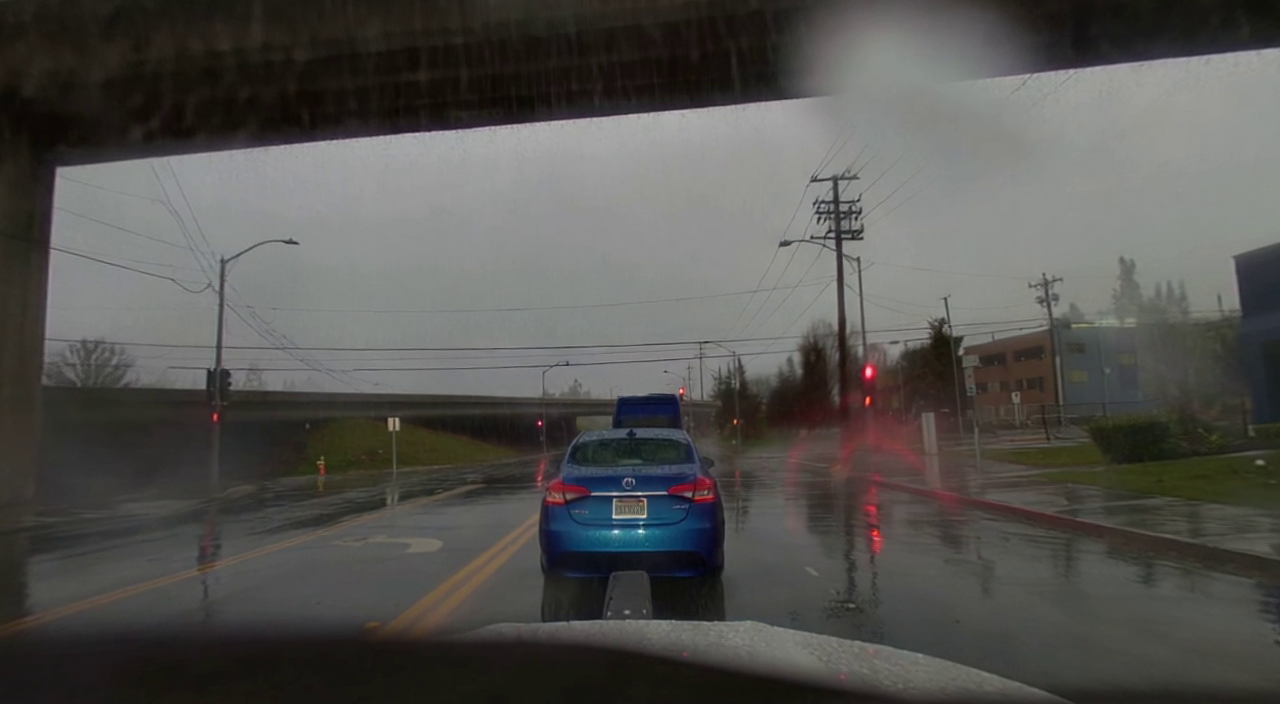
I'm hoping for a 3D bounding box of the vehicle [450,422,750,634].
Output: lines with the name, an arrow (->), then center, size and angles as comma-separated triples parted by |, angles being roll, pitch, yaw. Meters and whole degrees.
vehicle -> -0.244, 1.534, 6.475 | 2.090, 1.458, 4.033 | -1, -9, 1
